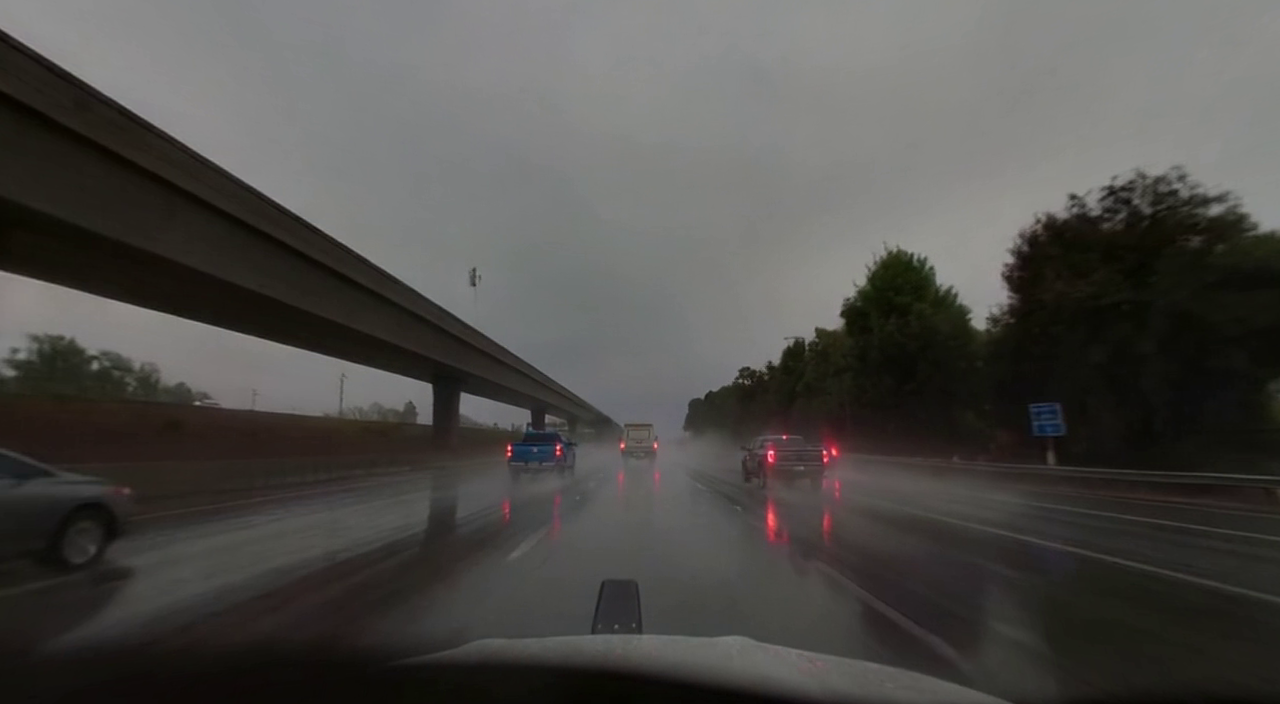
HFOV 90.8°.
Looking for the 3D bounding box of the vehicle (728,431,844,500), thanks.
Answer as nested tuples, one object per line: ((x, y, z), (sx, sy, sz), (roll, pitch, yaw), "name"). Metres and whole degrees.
((3.801, 3.048, 17.285), (2.119, 1.653, 4.000), (0, -9, -1), "vehicle")

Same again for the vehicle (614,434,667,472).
((0.006, 5.356, 33.612), (2.572, 1.837, 5.693), (0, -9, 0), "vehicle")

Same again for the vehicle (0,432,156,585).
((-7.065, 1.424, 5.579), (1.947, 1.444, 4.595), (0, -9, 0), "vehicle")

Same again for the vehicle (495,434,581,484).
((-3.785, 4.099, 24.485), (2.535, 1.715, 5.030), (0, -9, -1), "vehicle")
